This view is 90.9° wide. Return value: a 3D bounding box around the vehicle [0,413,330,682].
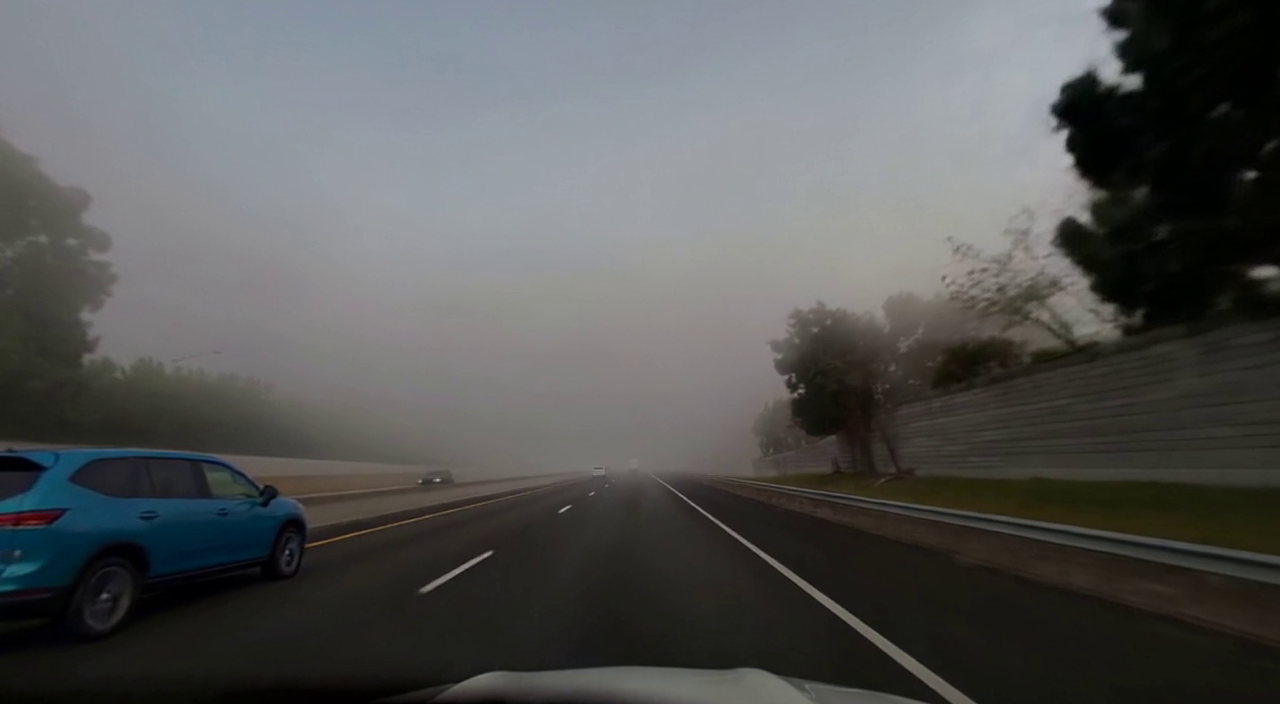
[{"bbox_3d":[-4.662,1.447,5.406,1.914,1.534,4.015,1,-10,0],"label":"vehicle"}]
